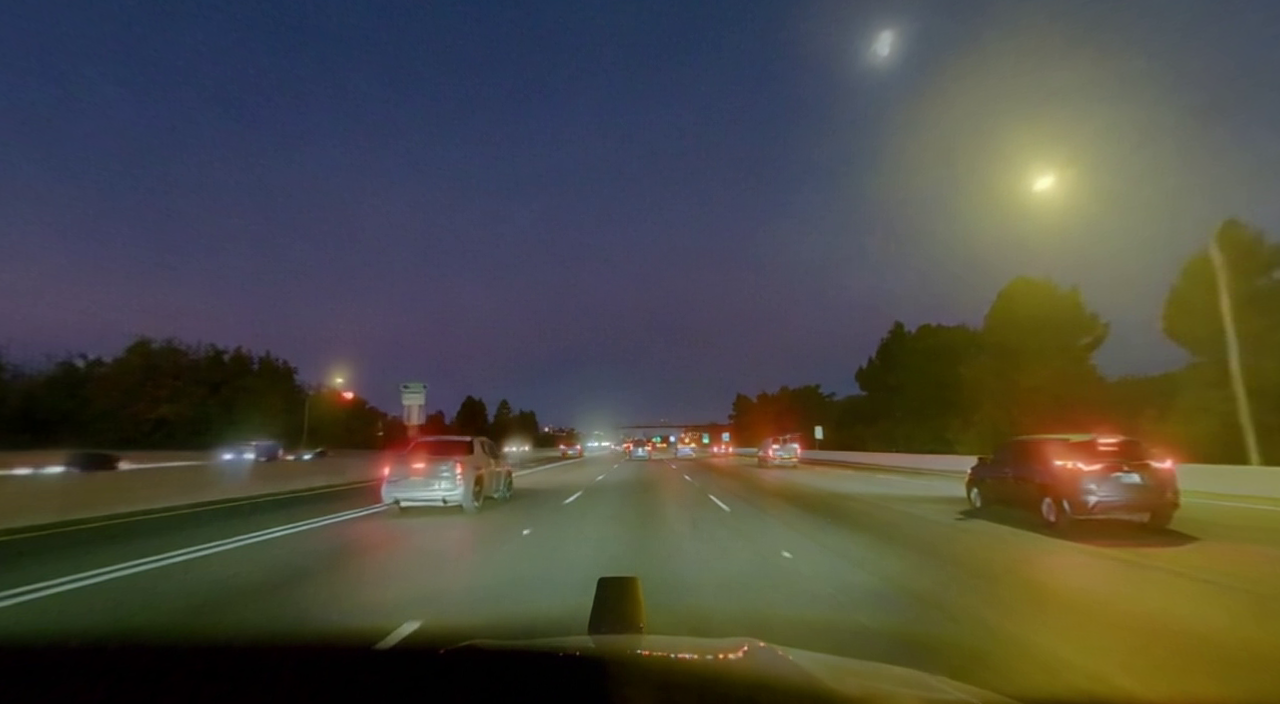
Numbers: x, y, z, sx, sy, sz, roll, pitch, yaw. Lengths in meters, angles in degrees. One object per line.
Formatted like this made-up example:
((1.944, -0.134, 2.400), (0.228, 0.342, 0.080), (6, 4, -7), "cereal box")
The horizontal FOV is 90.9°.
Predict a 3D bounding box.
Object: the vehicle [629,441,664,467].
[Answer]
((0.359, 6.230, 38.717), (2.050, 1.452, 3.917), (0, -8, -1), "vehicle")

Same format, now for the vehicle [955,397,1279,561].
((7.023, 1.730, 9.345), (2.123, 1.756, 4.959), (0, -8, 0), "vehicle")

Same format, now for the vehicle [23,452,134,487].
((-27.502, 5.734, 31.086), (1.789, 1.537, 3.961), (0, -8, 0), "vehicle")

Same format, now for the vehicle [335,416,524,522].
((-3.971, 2.313, 13.010), (2.118, 1.750, 4.875), (0, -8, 1), "vehicle")
